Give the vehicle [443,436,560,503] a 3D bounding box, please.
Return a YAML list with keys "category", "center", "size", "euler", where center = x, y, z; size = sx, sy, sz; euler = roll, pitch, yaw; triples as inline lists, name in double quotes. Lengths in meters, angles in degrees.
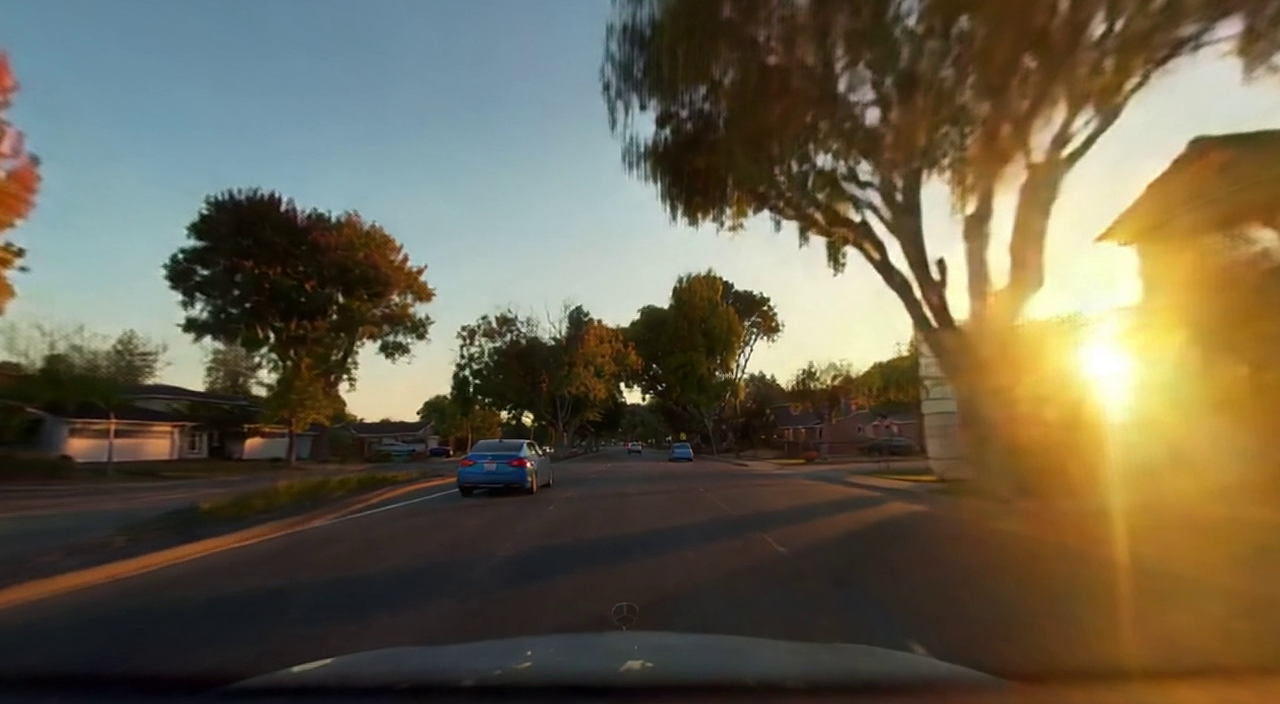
- category: "vehicle"
  center: [-3.374, 2.935, 16.269]
  size: [2.005, 1.477, 4.169]
  euler: [0, -8, 1]
